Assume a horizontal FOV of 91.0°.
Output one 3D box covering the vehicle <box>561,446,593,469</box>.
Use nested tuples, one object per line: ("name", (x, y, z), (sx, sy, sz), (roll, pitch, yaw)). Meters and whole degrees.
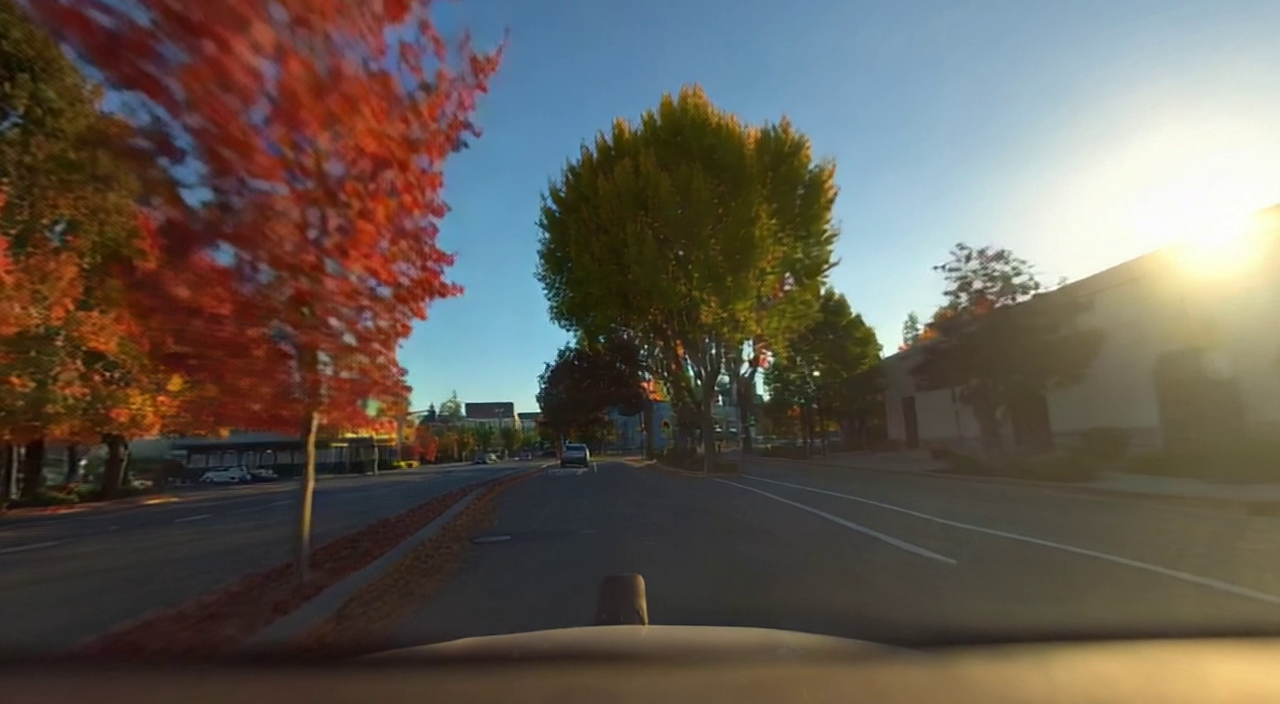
("vehicle", (-4.237, 7.160, 42.976), (2.018, 1.512, 4.304), (1, -9, -4))
